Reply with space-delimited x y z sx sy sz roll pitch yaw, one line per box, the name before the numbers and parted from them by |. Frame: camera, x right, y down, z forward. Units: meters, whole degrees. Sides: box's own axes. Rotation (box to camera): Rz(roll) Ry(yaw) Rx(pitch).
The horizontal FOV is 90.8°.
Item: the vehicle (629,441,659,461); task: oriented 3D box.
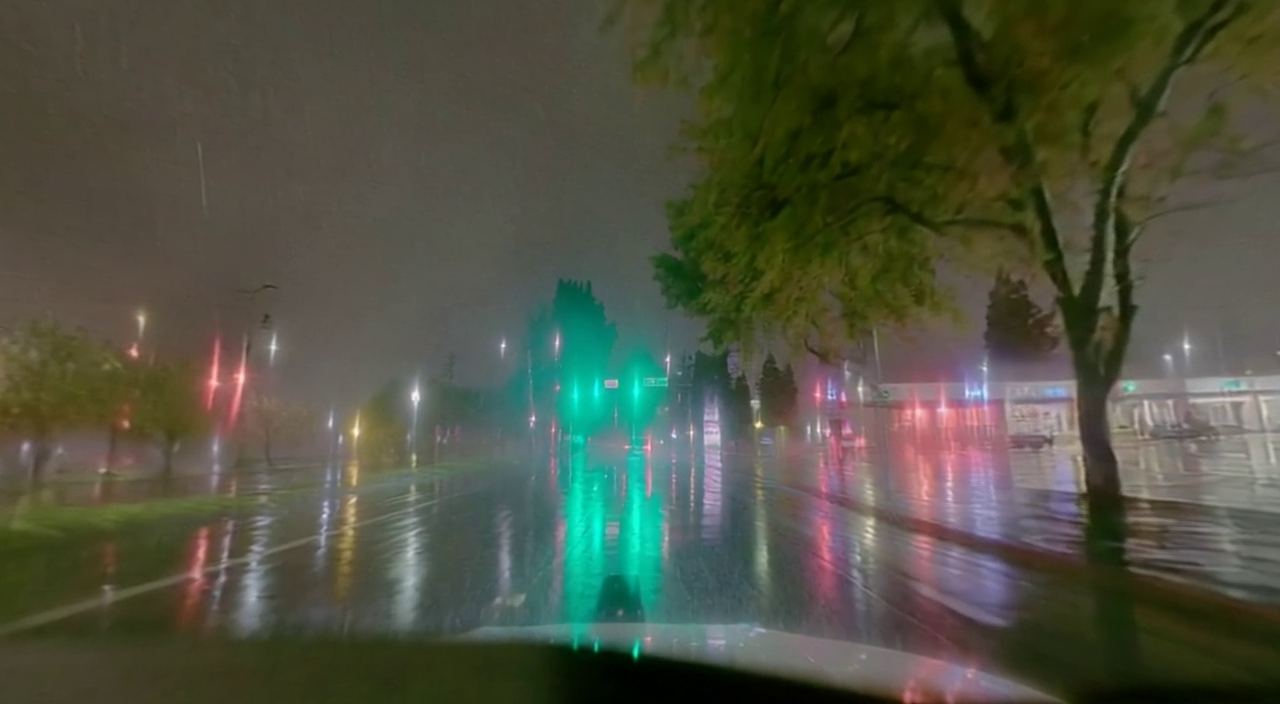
vehicle | 0.246 7.414 47.443 2.115 1.461 3.976 0 -8 -1
